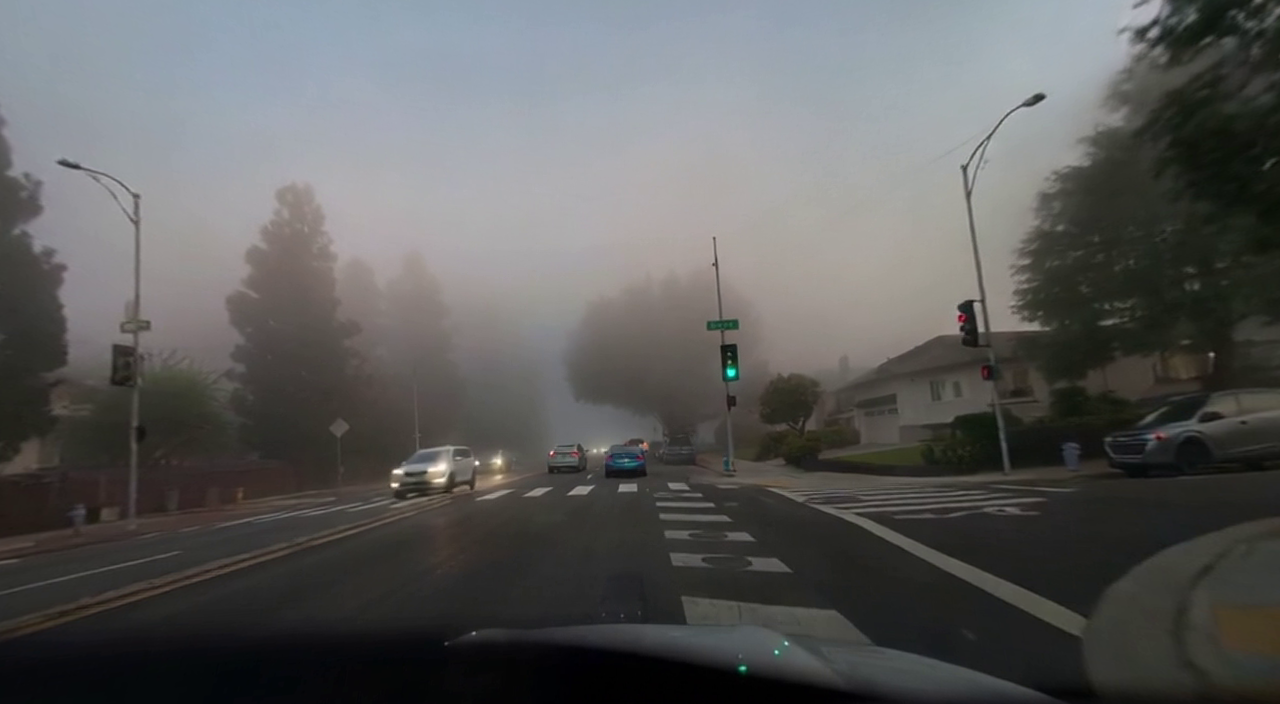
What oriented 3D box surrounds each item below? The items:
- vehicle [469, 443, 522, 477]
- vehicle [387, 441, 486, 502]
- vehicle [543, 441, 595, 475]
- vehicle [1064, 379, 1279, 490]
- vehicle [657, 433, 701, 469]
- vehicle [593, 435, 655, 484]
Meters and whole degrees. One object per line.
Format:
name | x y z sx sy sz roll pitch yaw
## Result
vehicle | -9.522 7.136 42.017 2.105 1.858 4.903 -7 -8 0
vehicle | -6.627 3.886 21.090 1.958 1.706 4.281 -3 -8 -1
vehicle | -3.388 5.166 31.006 2.117 1.528 4.277 -1 -8 0
vehicle | 13.125 1.694 13.497 6.141 2.000 2.552 -3 -9 1
vehicle | 2.172 5.707 36.592 2.119 1.884 4.567 0 -8 -2
vehicle | -0.596 3.886 23.110 2.041 1.575 4.304 -1 -8 -2
